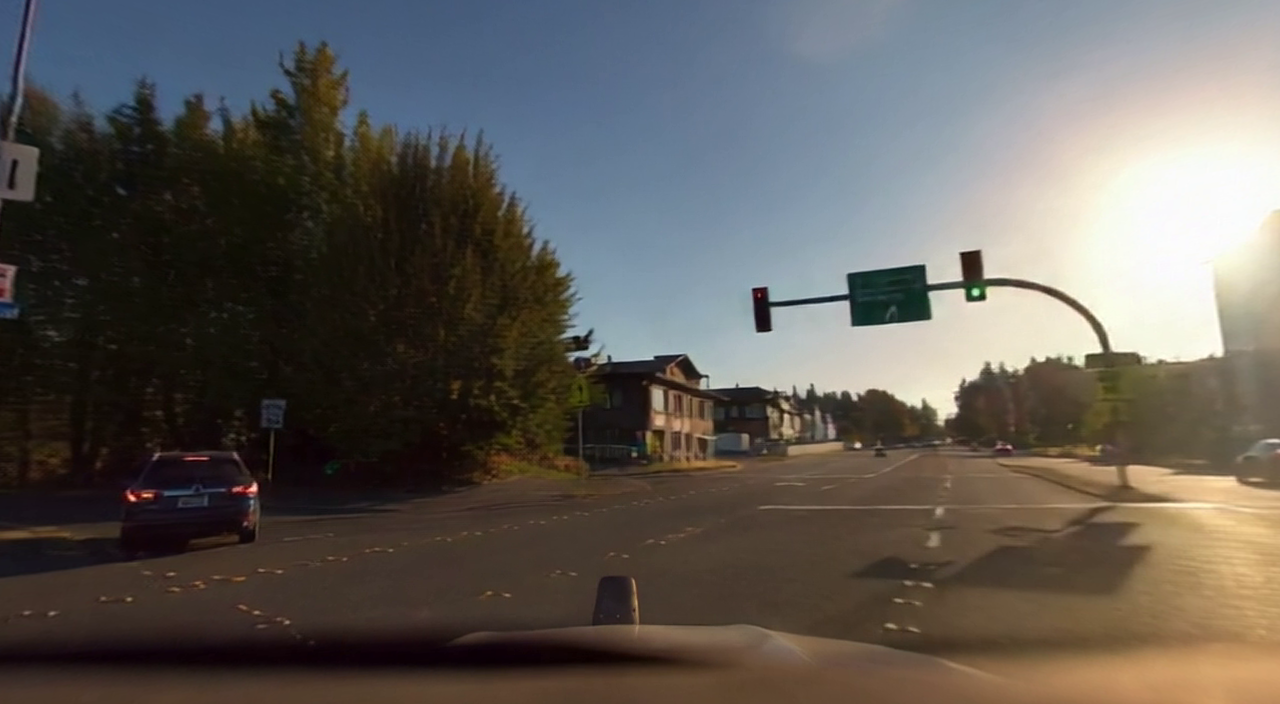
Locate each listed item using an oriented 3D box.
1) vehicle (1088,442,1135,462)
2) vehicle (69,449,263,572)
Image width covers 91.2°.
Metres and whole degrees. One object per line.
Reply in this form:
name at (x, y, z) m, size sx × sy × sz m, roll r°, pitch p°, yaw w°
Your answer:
vehicle at (36.222, 7.657, 48.217) m, size 1.931 × 1.475 × 4.092 m, roll -5°, pitch -10°, yaw 24°
vehicle at (-7.455, 2.358, 10.119) m, size 2.014 × 1.525 × 3.670 m, roll 5°, pitch -11°, yaw -34°
